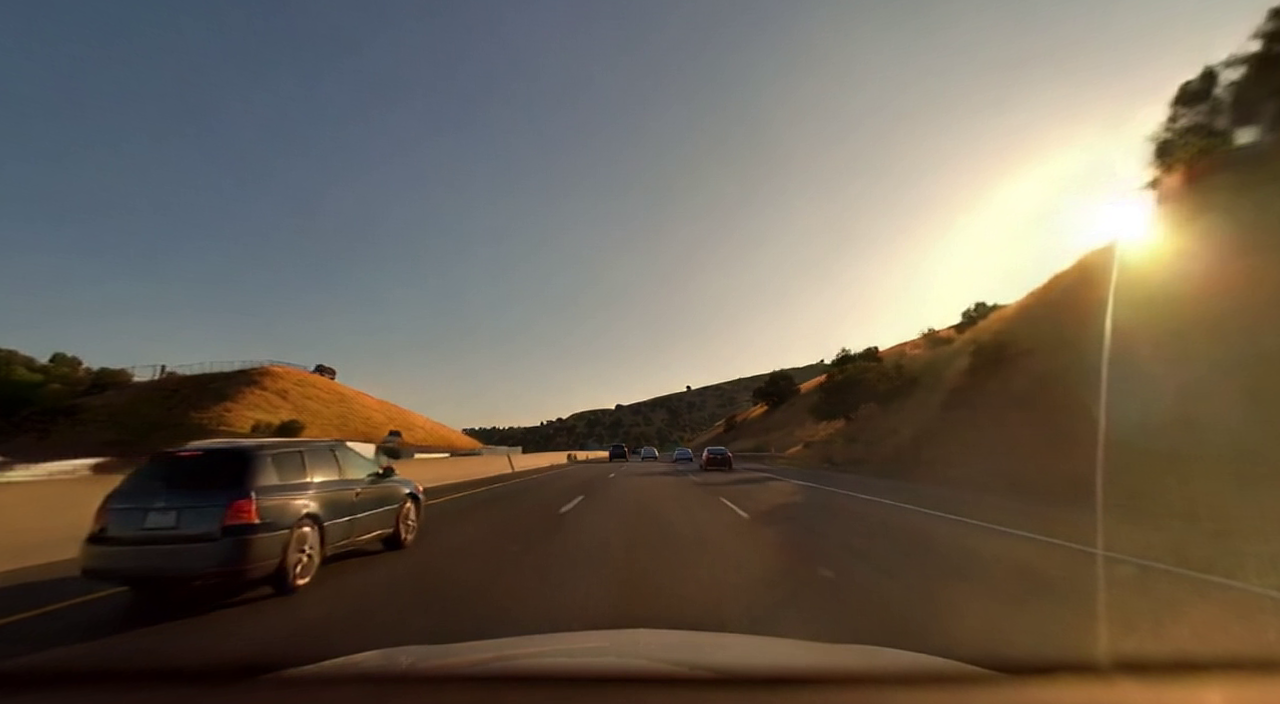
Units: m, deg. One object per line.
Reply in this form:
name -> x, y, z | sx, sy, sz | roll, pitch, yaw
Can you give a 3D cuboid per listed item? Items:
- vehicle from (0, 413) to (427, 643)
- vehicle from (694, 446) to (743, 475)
vehicle -> -3.791, 1.459, 6.266 | 1.910, 1.521, 3.930 | 0, -8, 1
vehicle -> 3.911, 5.447, 31.976 | 1.976, 1.352, 3.602 | 0, -8, -1
